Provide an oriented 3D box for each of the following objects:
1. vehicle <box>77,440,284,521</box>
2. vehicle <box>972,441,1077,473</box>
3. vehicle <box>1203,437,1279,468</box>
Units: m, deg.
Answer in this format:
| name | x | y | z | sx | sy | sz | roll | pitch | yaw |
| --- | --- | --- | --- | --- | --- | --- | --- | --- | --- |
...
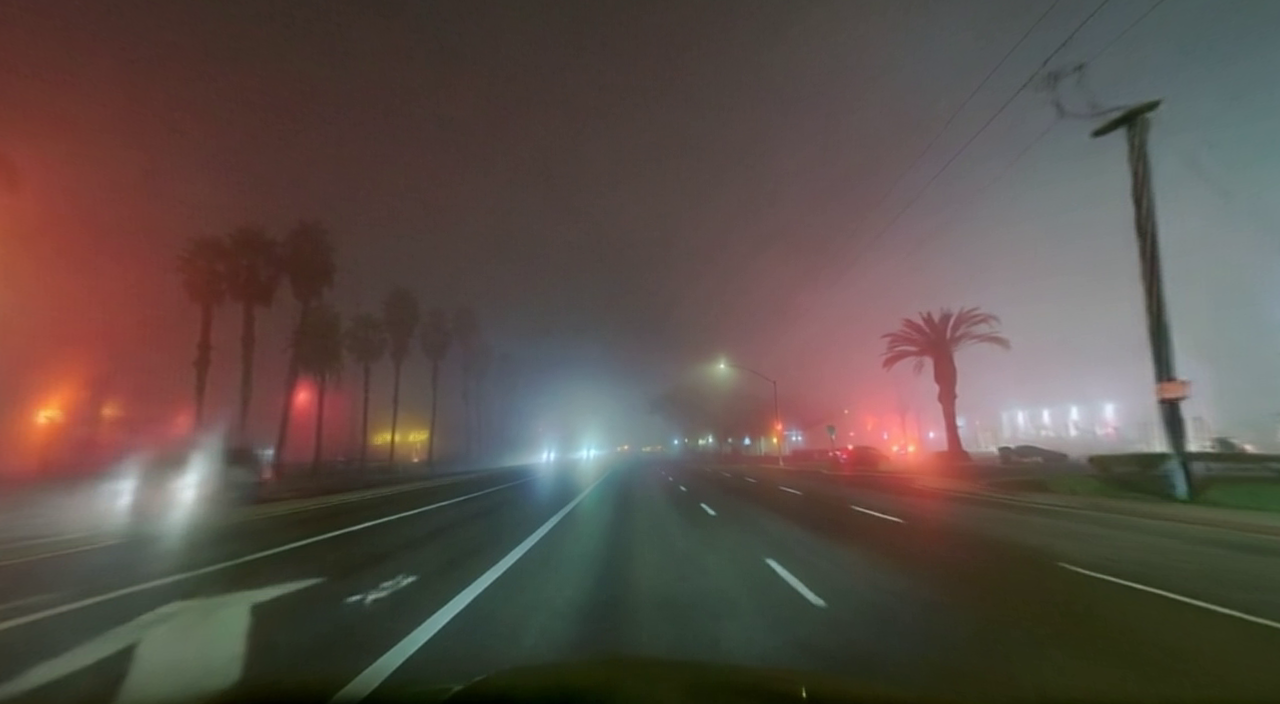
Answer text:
| name | x | y | z | sx | sy | sz | roll | pitch | yaw |
| --- | --- | --- | --- | --- | --- | --- | --- | --- | --- |
| vehicle | -12.812 | 3.565 | 18.204 | 2.237 | 1.950 | 5.039 | 0 | -9 | -2 |
| vehicle | 21.545 | 5.911 | 35.542 | 4.620 | 1.475 | 1.904 | -3 | -9 | -3 |
| vehicle | 34.648 | 5.666 | 35.784 | 3.698 | 1.478 | 1.811 | -3 | -8 | -1 |
